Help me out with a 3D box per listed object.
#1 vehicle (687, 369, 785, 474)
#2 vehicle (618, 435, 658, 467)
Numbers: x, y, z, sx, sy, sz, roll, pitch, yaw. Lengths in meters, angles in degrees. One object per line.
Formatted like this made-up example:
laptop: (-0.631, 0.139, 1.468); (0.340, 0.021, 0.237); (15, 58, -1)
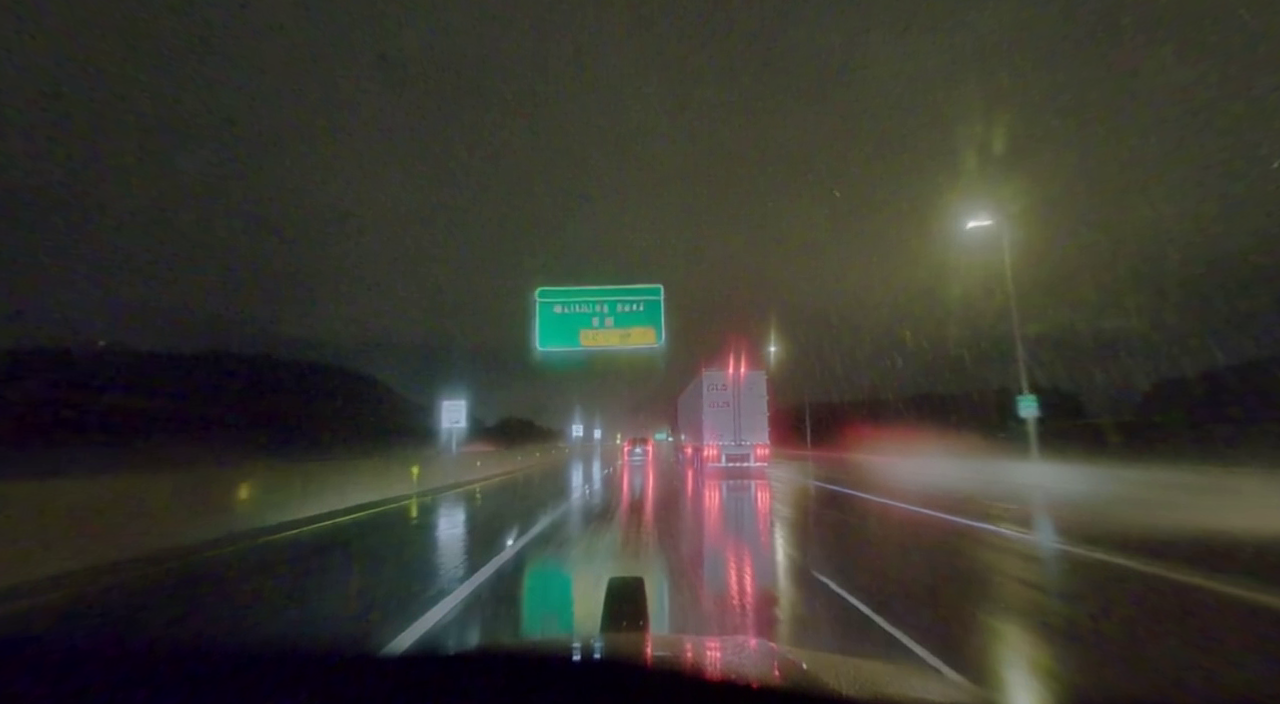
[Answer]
vehicle: (4.089, 3.415, 29.683); (3.014, 4.068, 10.359); (0, -8, 0)
vehicle: (-0.106, 5.436, 34.844); (2.050, 1.654, 4.192); (0, -8, 0)
